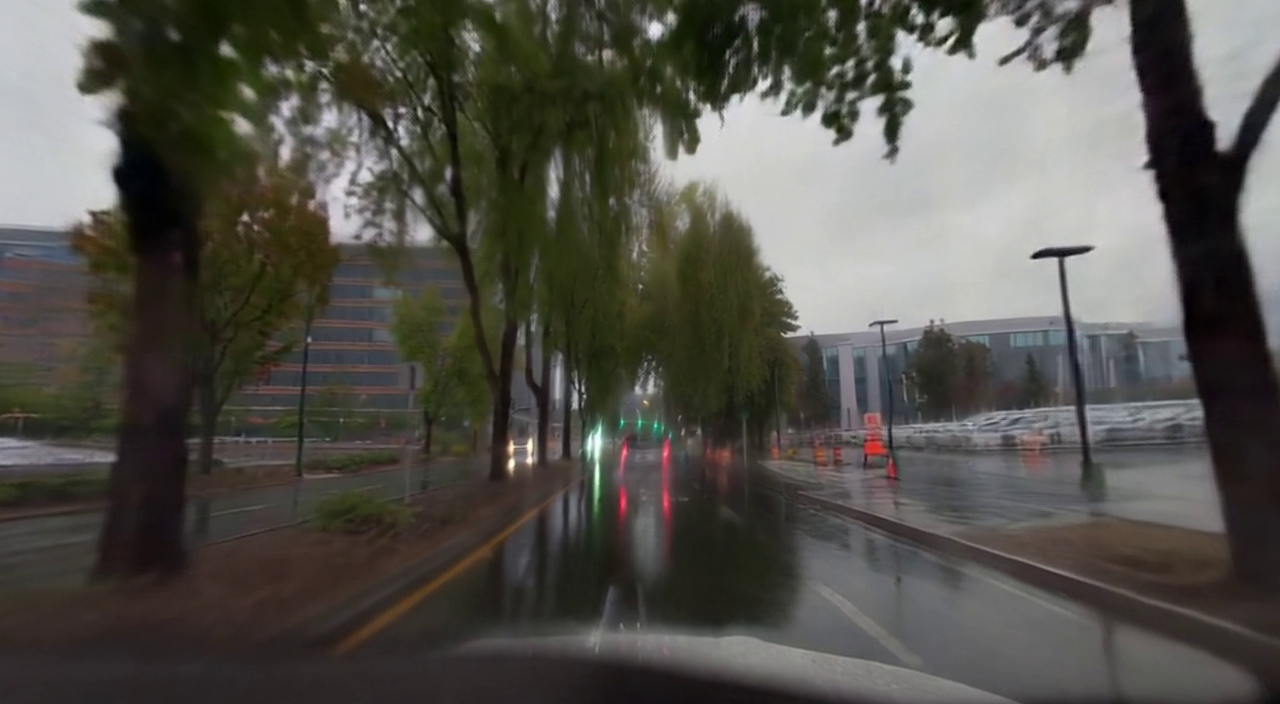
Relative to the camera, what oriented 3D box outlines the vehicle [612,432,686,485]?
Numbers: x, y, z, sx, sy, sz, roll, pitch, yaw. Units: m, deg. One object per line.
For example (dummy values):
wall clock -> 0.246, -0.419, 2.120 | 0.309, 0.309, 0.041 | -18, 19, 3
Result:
vehicle -> 0.271, 3.384, 20.364 | 2.114, 1.493, 4.430 | 0, -8, 1
